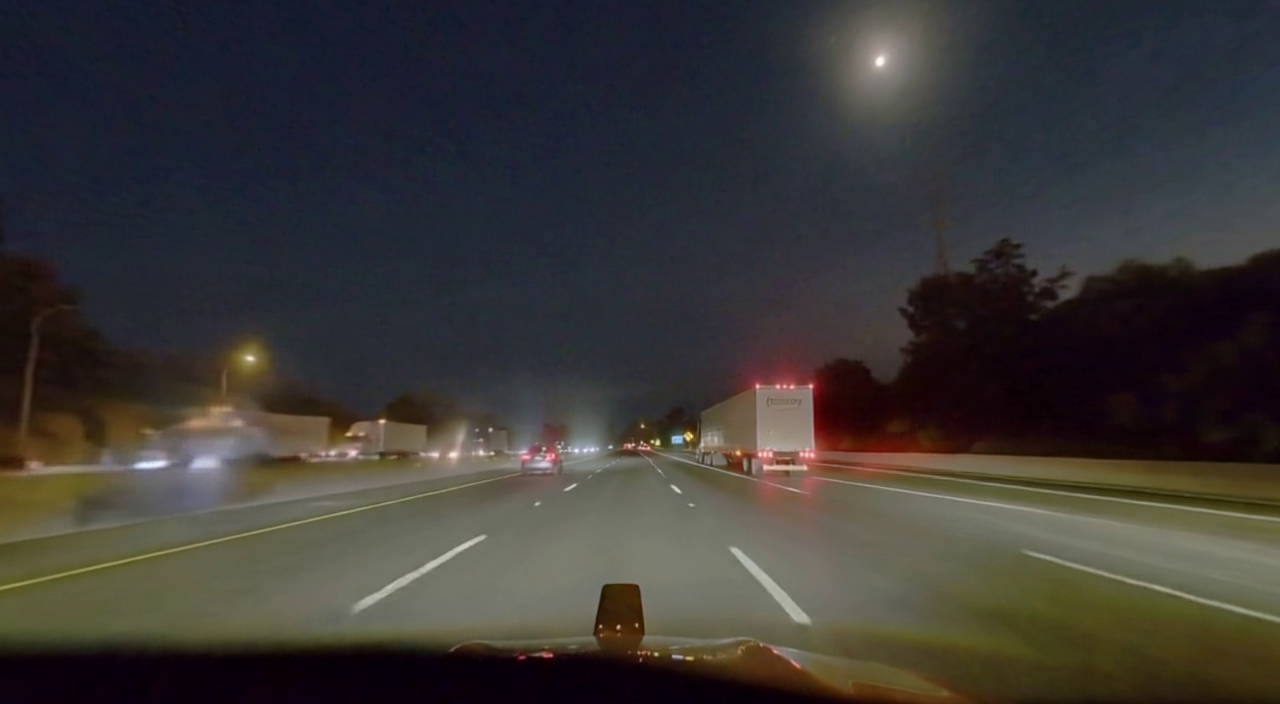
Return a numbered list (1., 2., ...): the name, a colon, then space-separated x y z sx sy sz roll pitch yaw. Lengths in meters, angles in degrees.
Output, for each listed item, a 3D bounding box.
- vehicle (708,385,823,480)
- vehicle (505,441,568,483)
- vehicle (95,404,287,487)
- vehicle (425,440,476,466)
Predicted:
1. vehicle: 6.421 4.795 36.041 2.919 4.195 15.833 0 -9 -1
2. vehicle: -4.345 4.677 27.130 2.027 1.651 4.099 0 -9 0
3. vehicle: -13.417 2.888 19.443 2.215 2.225 4.941 0 -9 0
4. vehicle: -13.443 7.209 45.133 2.193 1.724 4.842 0 -9 0
